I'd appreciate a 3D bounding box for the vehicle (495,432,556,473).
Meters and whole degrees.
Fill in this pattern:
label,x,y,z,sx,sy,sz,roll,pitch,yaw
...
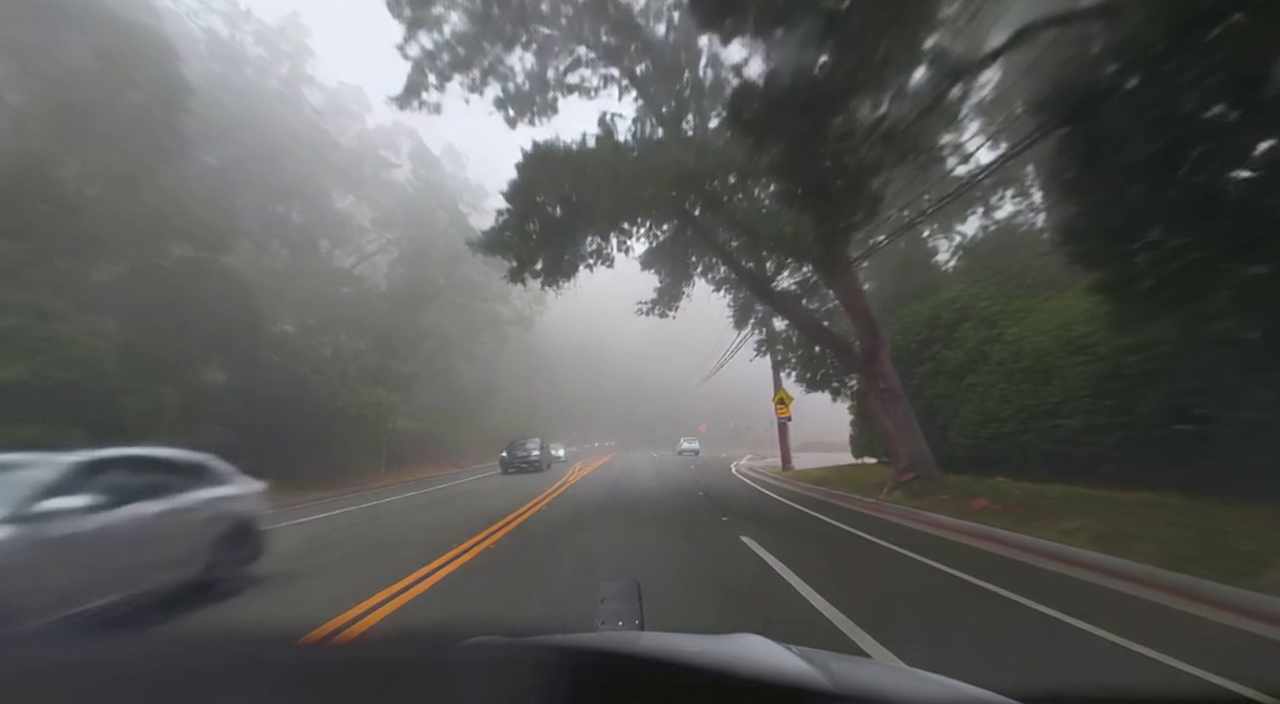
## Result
label,x,y,z,sx,sy,sz,roll,pitch,yaw
vehicle,-5.387,4.827,30.368,2.228,1.792,4.397,0,-9,-1

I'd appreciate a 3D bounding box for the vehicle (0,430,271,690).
label,x,y,z,sx,sy,sz,roll,pitch,yaw
vehicle,-4.648,1.271,4.105,1.966,1.468,4.207,-1,-9,0
